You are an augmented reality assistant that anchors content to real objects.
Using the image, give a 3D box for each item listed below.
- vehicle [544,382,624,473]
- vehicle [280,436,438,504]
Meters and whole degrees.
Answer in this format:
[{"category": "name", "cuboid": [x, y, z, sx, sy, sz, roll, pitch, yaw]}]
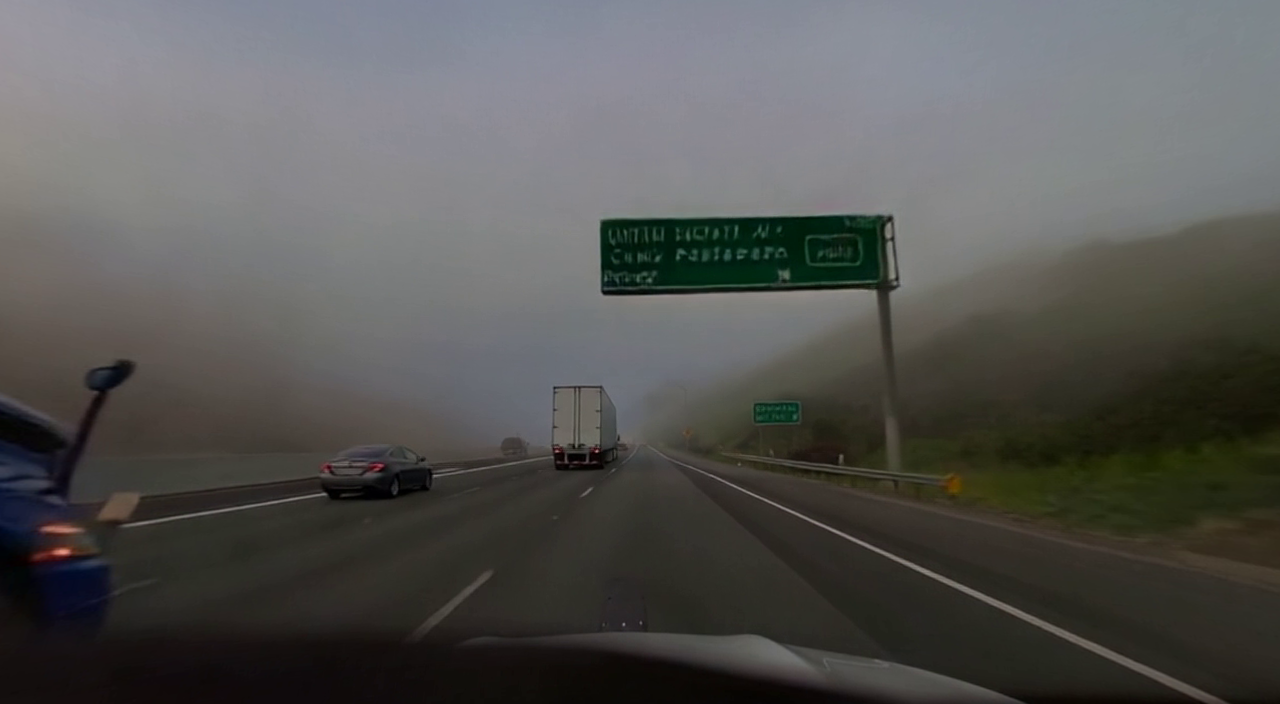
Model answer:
[{"category": "vehicle", "cuboid": [-2.896, 4.817, 38.552, 3.202, 4.352, 16.251, 0, -8, 1]}, {"category": "vehicle", "cuboid": [-7.009, 2.971, 16.368, 1.911, 1.494, 4.555, -1, -8, 1]}]
